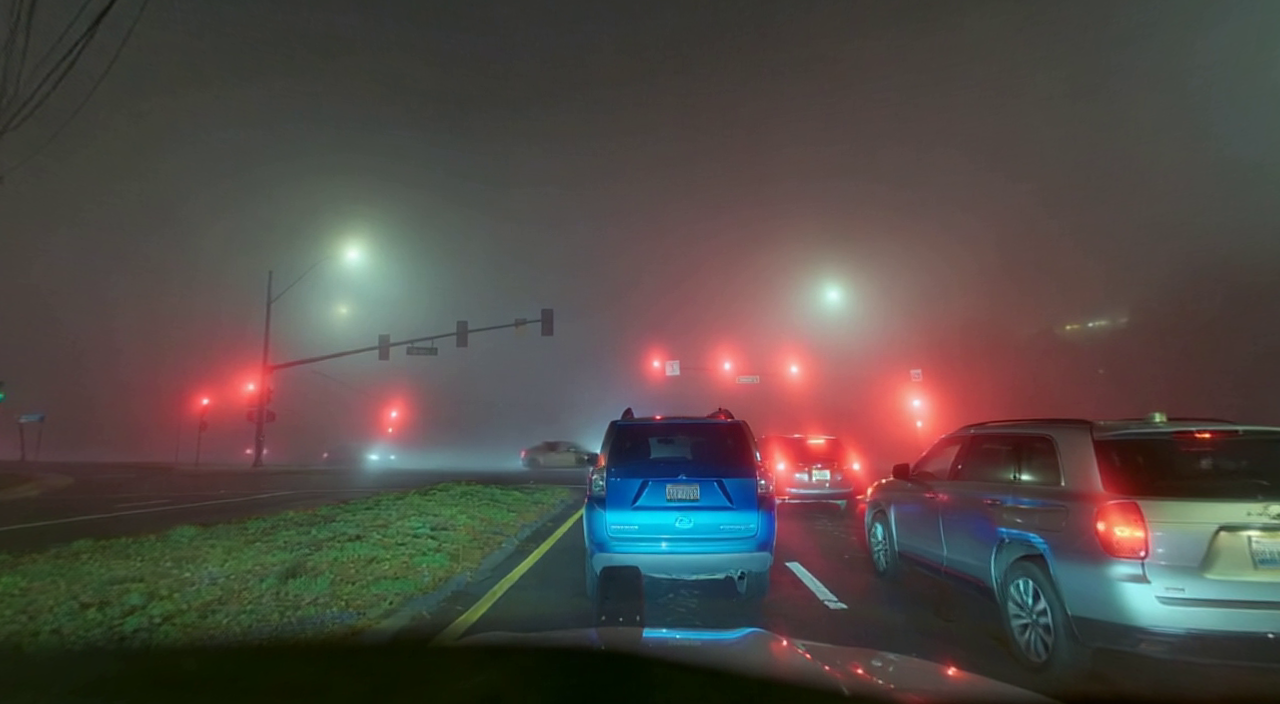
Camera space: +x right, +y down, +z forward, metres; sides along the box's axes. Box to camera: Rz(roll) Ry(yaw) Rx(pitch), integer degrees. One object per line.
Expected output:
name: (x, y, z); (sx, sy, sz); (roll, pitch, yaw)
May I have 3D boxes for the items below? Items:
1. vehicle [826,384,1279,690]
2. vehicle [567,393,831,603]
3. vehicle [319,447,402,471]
vehicle: (3.406, 1.343, 5.806); (1.990, 1.649, 4.625); (0, -8, 0)
vehicle: (0.443, 1.560, 7.622); (2.240, 1.778, 4.335); (0, -8, -2)
vehicle: (-17.696, 6.740, 40.029); (4.411, 1.466, 1.998); (-2, -9, 12)
